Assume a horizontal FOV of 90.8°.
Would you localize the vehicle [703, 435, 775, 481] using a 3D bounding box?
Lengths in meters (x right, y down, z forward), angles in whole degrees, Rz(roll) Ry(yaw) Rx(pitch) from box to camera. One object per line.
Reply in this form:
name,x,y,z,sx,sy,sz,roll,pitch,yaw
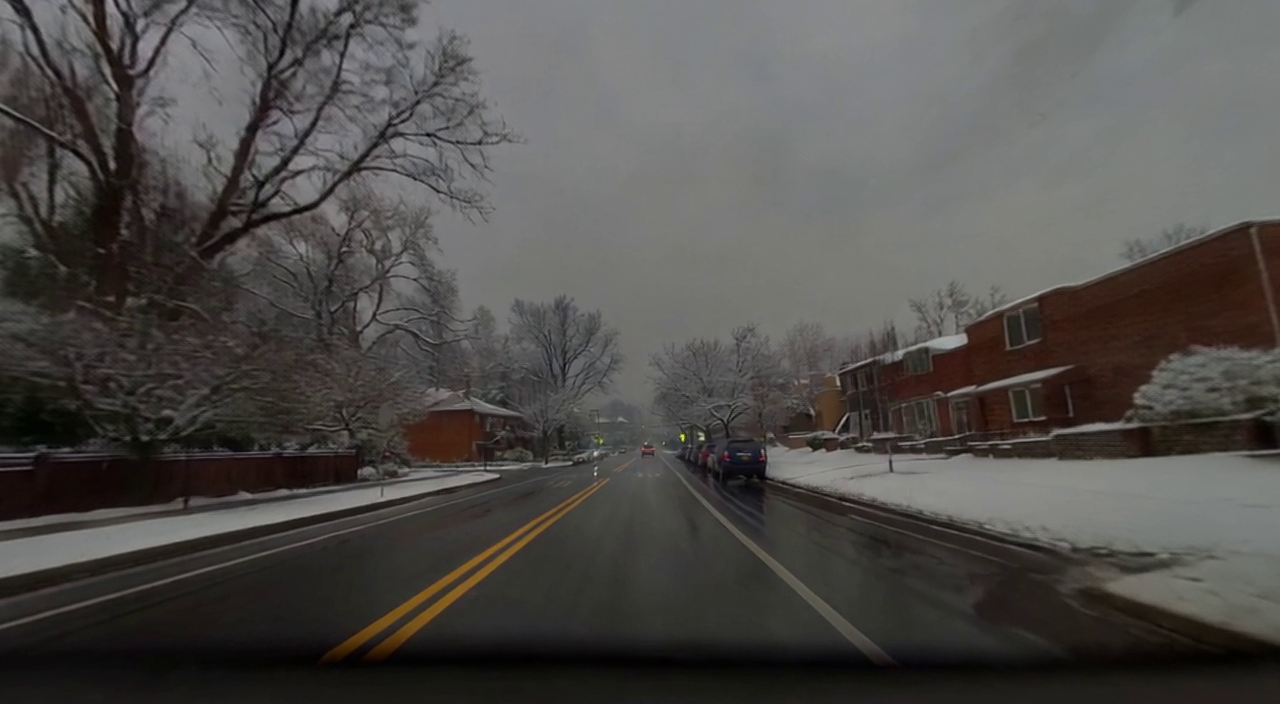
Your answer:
vehicle,4.063,4.463,26.807,1.937,1.752,4.574,1,-9,-5
